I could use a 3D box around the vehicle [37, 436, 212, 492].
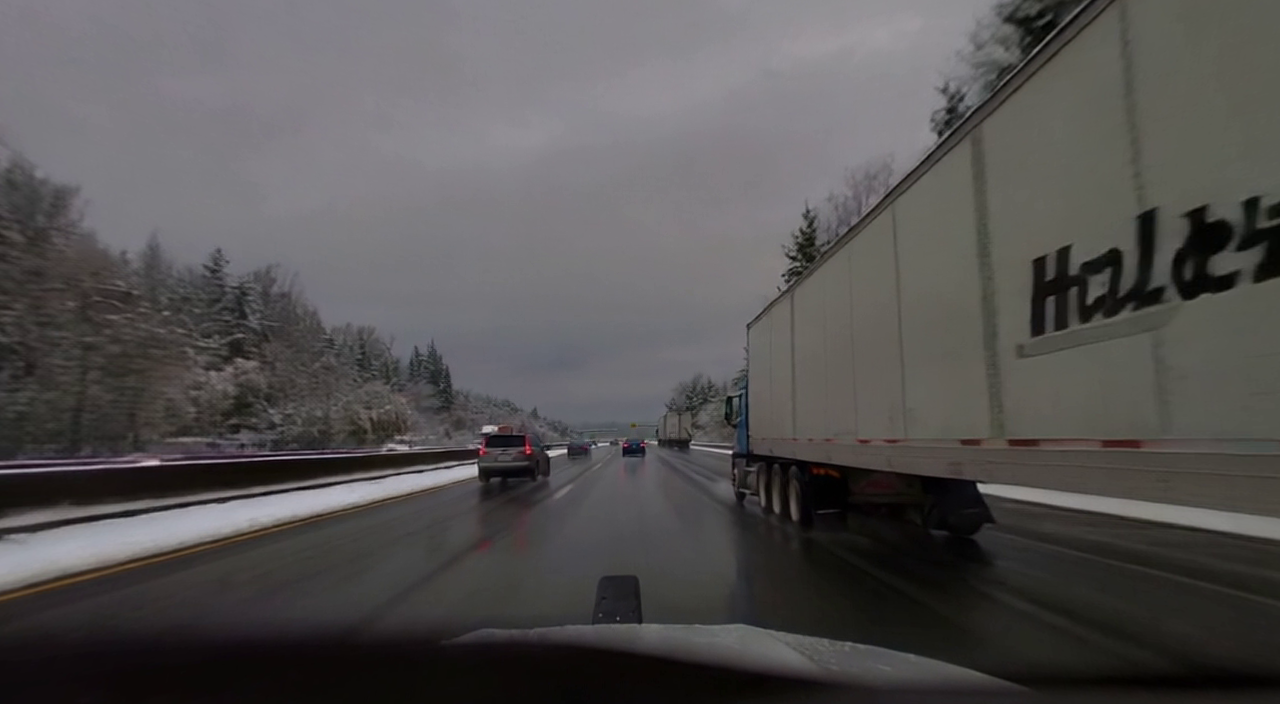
[{"bbox_3d":[-15.605,3.371,19.380,1.840,1.512,4.173,0,-8,0],"label":"vehicle"}]

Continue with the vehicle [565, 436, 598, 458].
[{"bbox_3d":[-4.190,6.882,45.920,2.021,1.514,4.190,0,-8,0],"label":"vehicle"}]

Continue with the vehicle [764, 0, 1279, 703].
[{"bbox_3d":[3.786,-0.168,3.673,2.959,4.058,14.485,0,-8,-1],"label":"vehicle"}]

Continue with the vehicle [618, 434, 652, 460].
[{"bbox_3d":[-0.376,6.198,41.256,2.088,1.567,4.240,0,-8,-1],"label":"vehicle"}]

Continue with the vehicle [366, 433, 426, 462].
[{"bbox_3d":[-15.938,6.245,41.340,2.066,1.729,4.770,0,-8,0],"label":"vehicle"}]

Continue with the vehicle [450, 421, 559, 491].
[{"bbox_3d":[-3.563,2.814,17.468,2.054,1.671,4.445,0,-8,0],"label":"vehicle"}]
